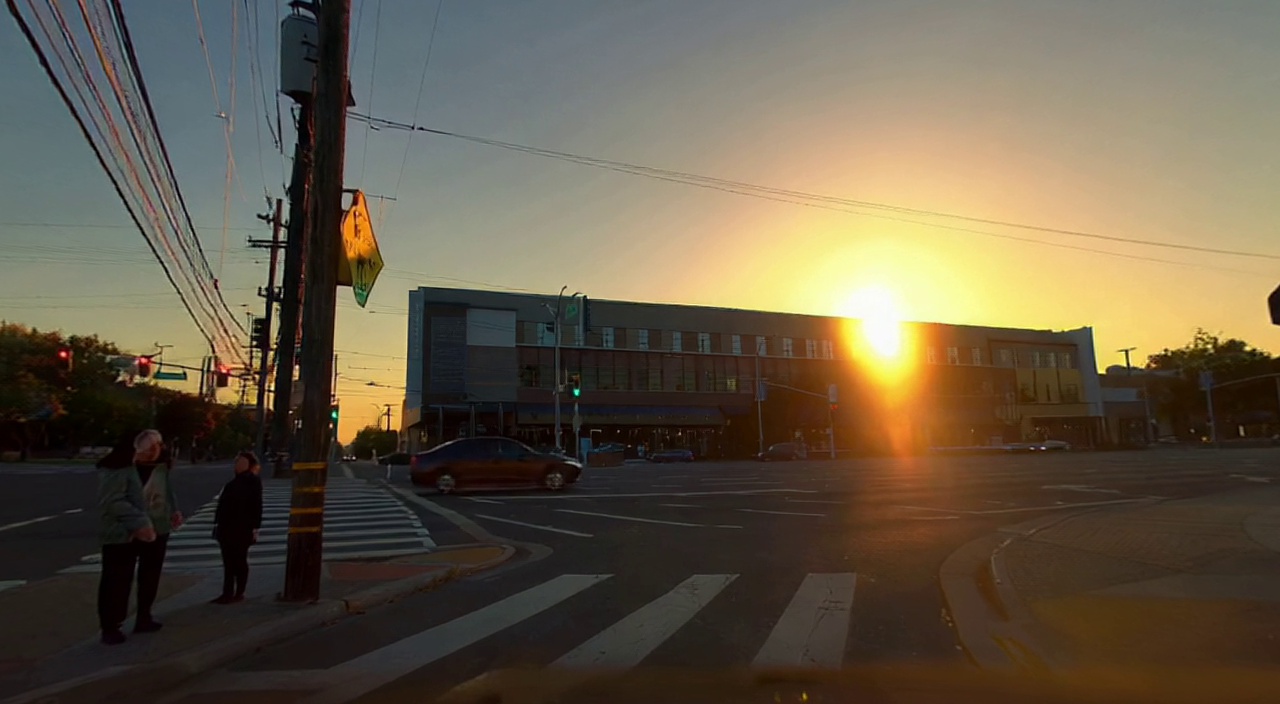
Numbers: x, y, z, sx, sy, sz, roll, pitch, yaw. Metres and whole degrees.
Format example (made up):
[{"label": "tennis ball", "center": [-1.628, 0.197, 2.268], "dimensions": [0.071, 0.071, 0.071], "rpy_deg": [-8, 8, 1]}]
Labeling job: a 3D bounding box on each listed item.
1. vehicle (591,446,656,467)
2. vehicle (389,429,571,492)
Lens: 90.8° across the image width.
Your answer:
[{"label": "vehicle", "center": [-1.152, 7.548, 45.816], "dimensions": [4.391, 1.451, 1.717], "rpy_deg": [4, -9, -26]}, {"label": "vehicle", "center": [-4.355, 3.035, 17.816], "dimensions": [4.530, 1.648, 2.075], "rpy_deg": [0, -8, 0]}]
